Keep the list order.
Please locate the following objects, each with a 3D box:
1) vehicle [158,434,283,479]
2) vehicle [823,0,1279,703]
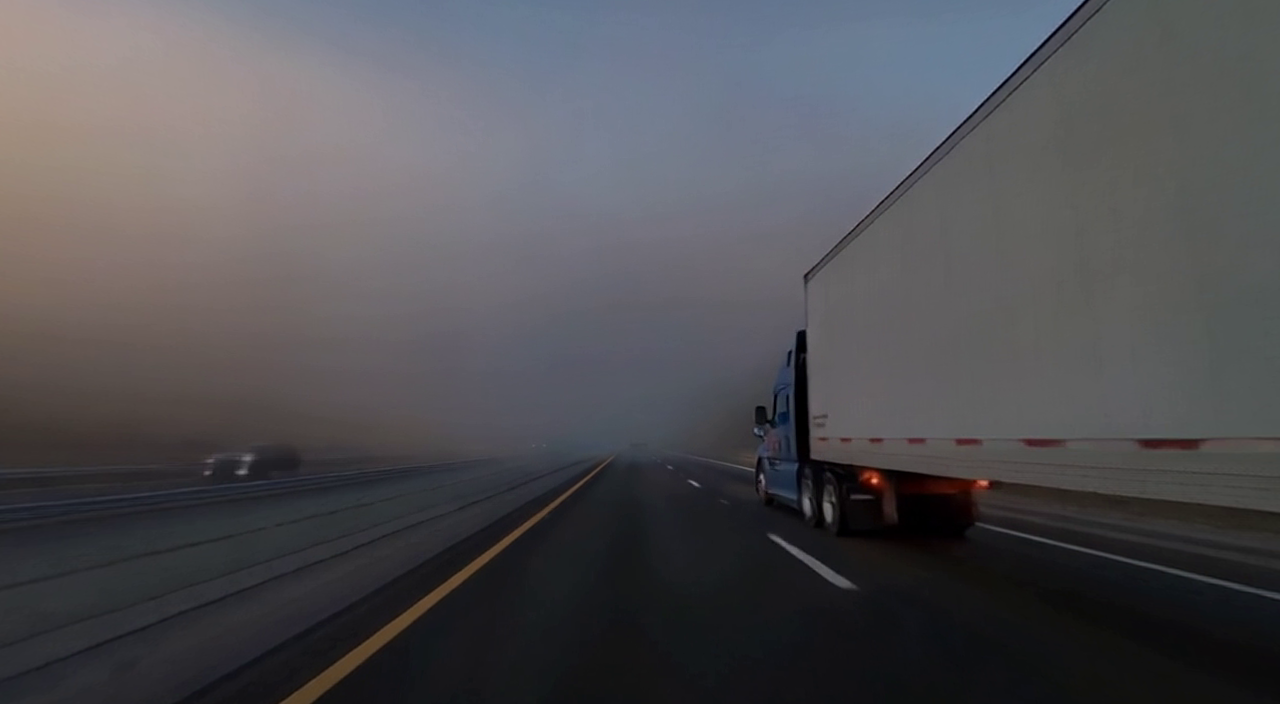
[{"bbox_3d":[-17.366,4.337,26.503,2.047,1.682,4.656,0,-8,0],"label":"vehicle"},{"bbox_3d":[4.206,-0.260,4.155,2.859,4.378,10.032,0,-8,0],"label":"vehicle"}]
